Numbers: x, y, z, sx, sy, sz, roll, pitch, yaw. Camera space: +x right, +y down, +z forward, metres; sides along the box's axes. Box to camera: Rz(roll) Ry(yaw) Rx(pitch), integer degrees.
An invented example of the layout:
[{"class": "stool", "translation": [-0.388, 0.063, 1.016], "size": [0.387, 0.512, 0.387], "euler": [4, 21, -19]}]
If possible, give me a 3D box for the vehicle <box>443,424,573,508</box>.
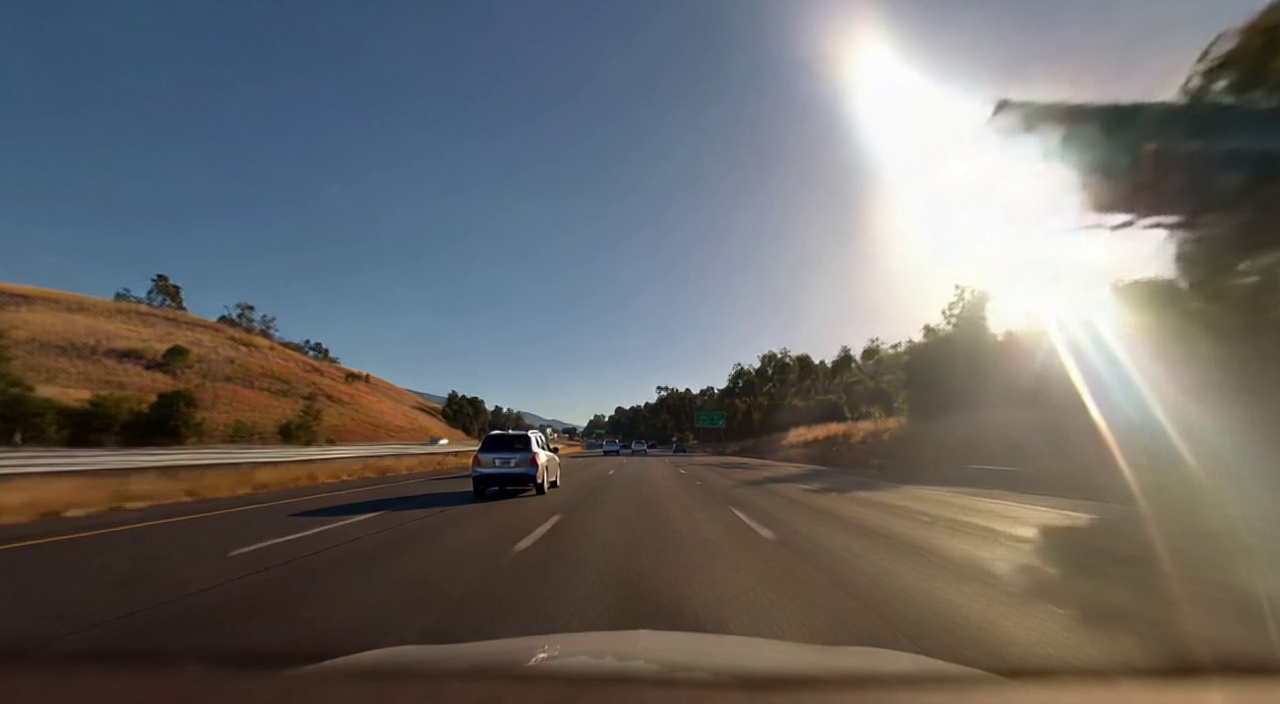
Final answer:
[{"class": "vehicle", "translation": [-3.186, 2.909, 16.456], "size": [2.218, 1.848, 4.789], "euler": [0, -9, 2]}]
